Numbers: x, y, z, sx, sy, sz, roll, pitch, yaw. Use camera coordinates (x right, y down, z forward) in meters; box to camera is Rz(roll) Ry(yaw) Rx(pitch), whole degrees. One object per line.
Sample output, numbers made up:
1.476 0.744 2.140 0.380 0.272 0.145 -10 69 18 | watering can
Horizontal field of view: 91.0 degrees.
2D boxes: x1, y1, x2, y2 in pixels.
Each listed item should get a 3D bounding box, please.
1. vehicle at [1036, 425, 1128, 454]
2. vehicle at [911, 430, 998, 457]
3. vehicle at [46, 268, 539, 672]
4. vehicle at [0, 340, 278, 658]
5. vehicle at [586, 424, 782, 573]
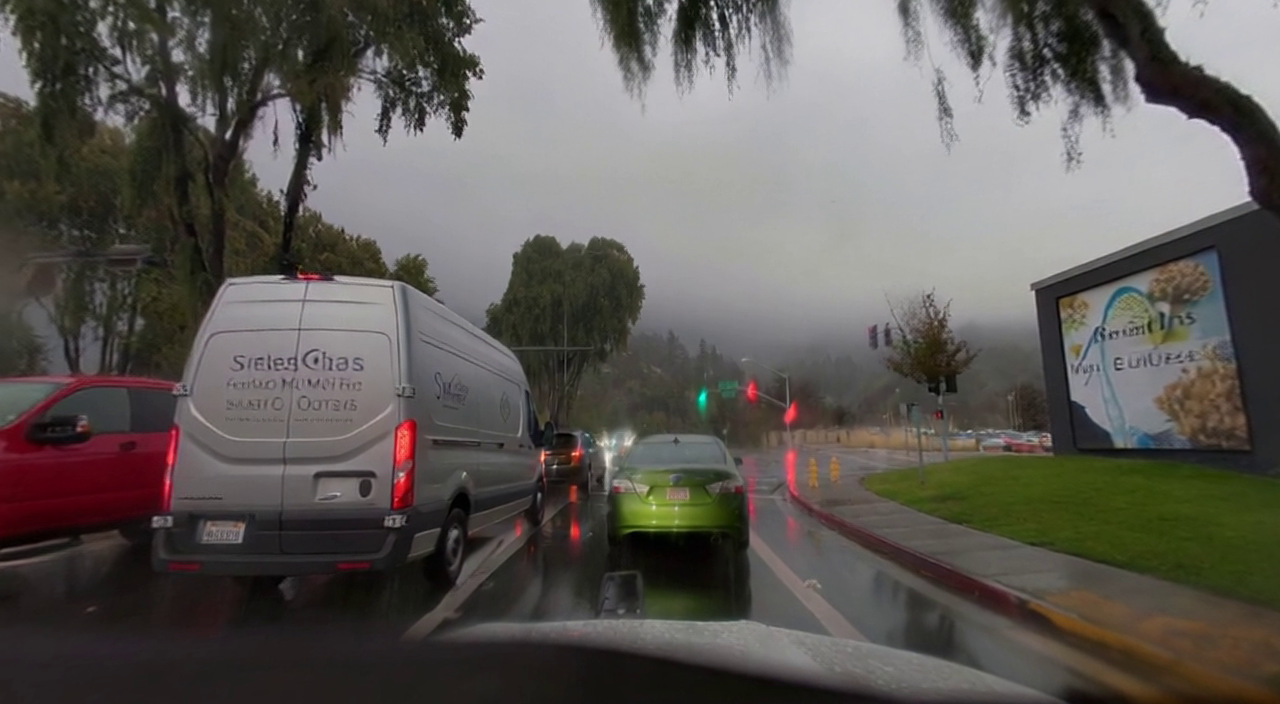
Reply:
32.007 6.371 45.628 5.084 2.041 2.360 1 -9 -8 | vehicle
21.942 6.405 43.985 5.021 1.848 2.210 1 -9 -9 | vehicle
-3.040 1.249 7.643 2.555 3.035 5.702 0 -8 1 | vehicle
-5.925 1.217 5.518 2.352 2.333 5.197 0 -8 0 | vehicle
0.773 2.105 9.929 2.398 1.773 4.254 -1 -8 7 | vehicle
